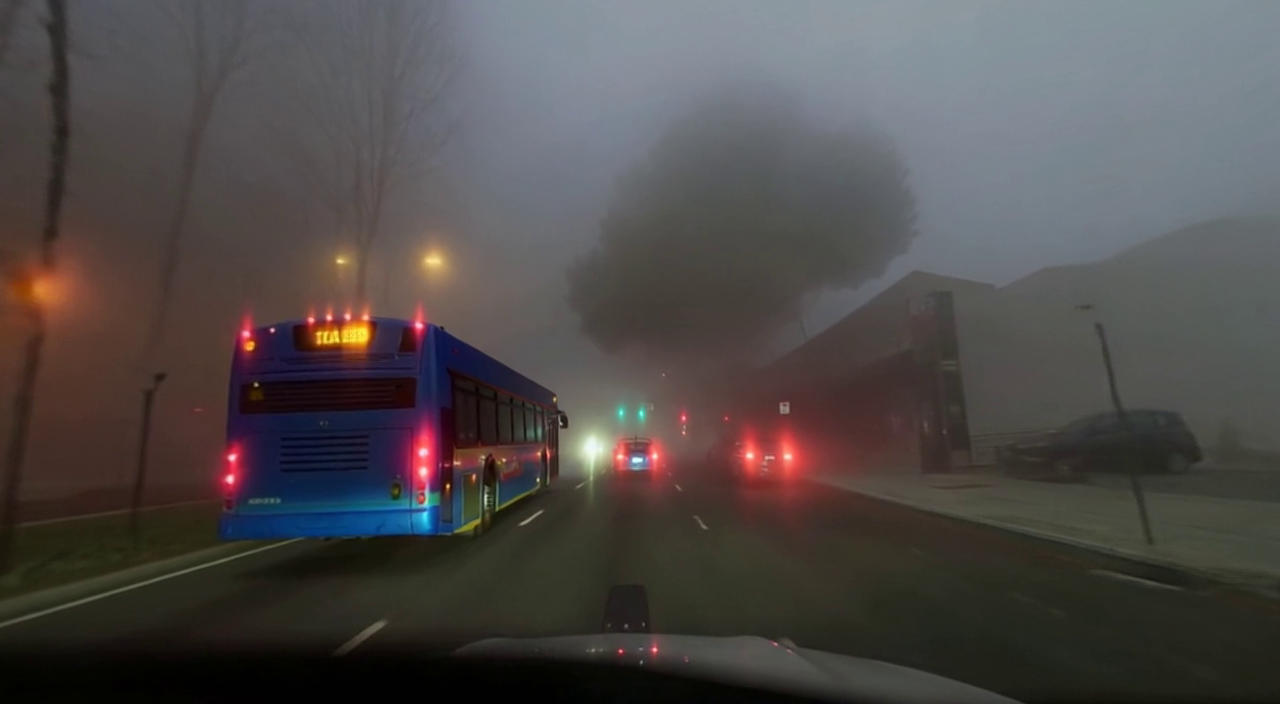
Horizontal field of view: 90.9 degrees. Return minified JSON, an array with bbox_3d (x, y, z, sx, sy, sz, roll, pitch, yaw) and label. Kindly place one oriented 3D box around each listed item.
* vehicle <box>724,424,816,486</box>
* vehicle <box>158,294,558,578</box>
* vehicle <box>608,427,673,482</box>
[{"bbox_3d":[4.133,3.378,20.914,2.138,1.787,4.522,0,-8,1],"label":"vehicle"},{"bbox_3d":[-3.388,1.381,10.741,2.920,2.884,8.588,0,-8,-1],"label":"vehicle"},{"bbox_3d":[0.043,3.601,22.365,2.120,1.727,3.917,0,-8,1],"label":"vehicle"}]
